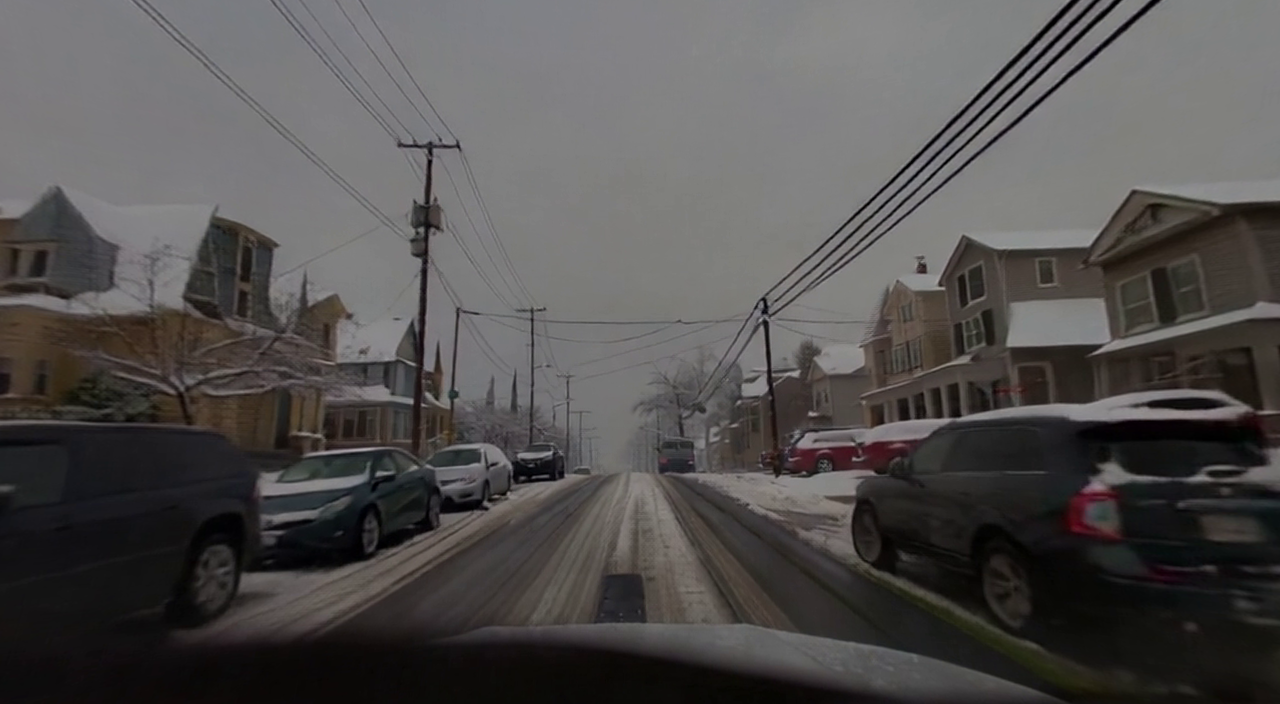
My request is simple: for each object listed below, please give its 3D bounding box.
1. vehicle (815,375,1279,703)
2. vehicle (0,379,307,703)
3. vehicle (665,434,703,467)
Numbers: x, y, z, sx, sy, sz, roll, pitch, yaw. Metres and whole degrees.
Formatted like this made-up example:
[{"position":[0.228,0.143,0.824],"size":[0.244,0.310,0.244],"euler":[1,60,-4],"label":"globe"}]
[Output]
[{"position":[3.315,1.279,5.508],"size":[1.957,1.644,4.433],"euler":[1,-9,-5],"label":"vehicle"},{"position":[-4.263,1.151,3.812],"size":[2.031,1.708,4.746],"euler":[-2,-10,-2],"label":"vehicle"},{"position":[3.137,7.171,46.031],"size":[2.343,2.229,4.199],"euler":[0,-9,-1],"label":"vehicle"}]
